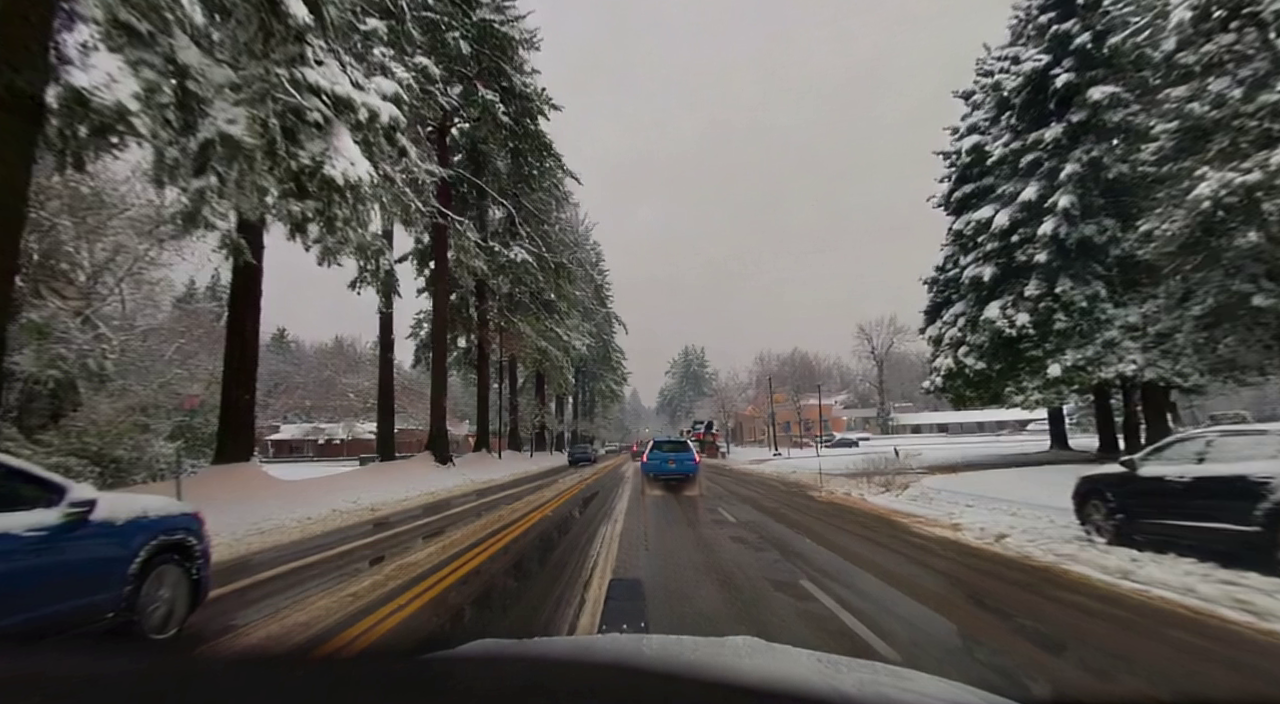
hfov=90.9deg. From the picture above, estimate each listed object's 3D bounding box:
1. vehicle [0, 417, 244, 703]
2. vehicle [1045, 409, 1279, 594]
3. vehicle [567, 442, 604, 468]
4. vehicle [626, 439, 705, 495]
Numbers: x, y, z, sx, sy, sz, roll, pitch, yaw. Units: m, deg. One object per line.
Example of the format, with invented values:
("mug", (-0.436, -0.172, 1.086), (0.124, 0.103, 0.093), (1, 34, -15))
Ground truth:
("vehicle", (-4.088, 1.010, 2.416), (2.003, 1.507, 4.808), (-2, -8, 1))
("vehicle", (6.437, 1.407, 6.312), (1.952, 1.554, 4.322), (-1, -9, 2))
("vehicle", (-3.642, 6.988, 43.024), (2.062, 1.641, 4.193), (0, -9, 1))
("vehicle", (0.654, 3.326, 18.628), (2.086, 1.466, 4.026), (0, -9, -1))
